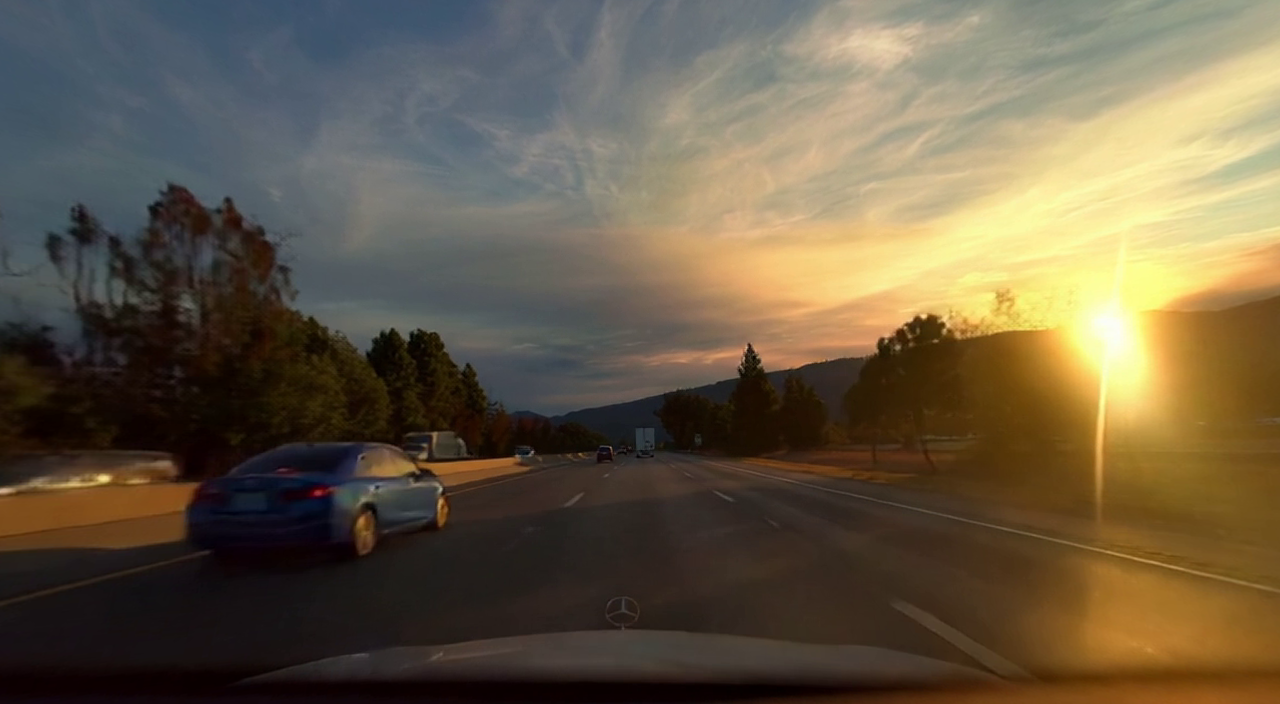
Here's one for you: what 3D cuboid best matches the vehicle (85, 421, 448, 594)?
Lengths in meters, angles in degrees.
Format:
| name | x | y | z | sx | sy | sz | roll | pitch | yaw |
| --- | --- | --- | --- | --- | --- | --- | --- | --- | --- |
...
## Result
| name | x | y | z | sx | sy | sz | roll | pitch | yaw |
| --- | --- | --- | --- | --- | --- | --- | --- | --- | --- |
| vehicle | -3.994 | 1.718 | 7.722 | 2.018 | 1.548 | 3.849 | -1 | -9 | 1 |

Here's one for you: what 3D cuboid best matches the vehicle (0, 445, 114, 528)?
| name | x | y | z | sx | sy | sz | roll | pitch | yaw |
| --- | --- | --- | --- | --- | --- | --- | --- | --- | --- |
| vehicle | -12.407 | 2.462 | 11.537 | 1.729 | 1.480 | 4.428 | -1 | -9 | 0 |
